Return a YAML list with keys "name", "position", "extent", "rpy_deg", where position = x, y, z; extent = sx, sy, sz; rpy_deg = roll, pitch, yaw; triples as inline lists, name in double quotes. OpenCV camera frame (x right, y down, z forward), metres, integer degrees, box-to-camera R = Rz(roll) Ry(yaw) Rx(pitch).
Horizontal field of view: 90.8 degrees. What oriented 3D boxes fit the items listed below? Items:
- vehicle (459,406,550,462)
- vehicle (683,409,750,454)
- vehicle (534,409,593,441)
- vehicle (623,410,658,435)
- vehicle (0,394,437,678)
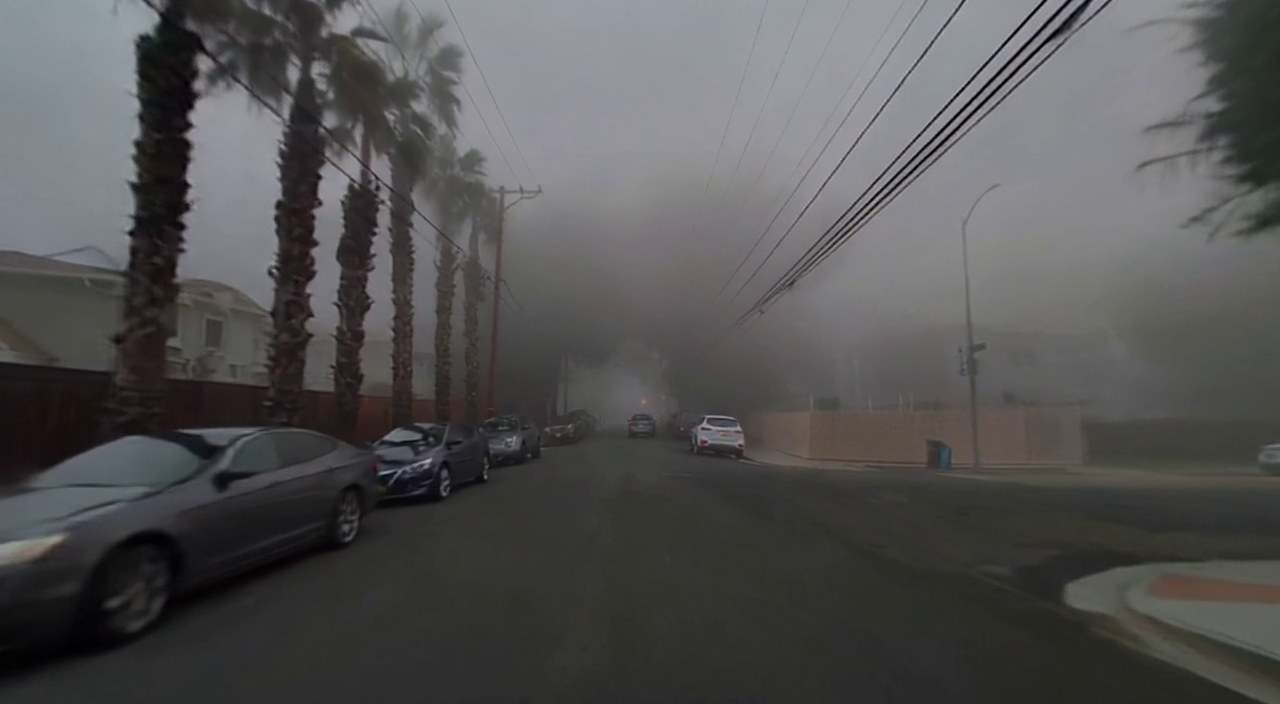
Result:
- name: "vehicle"
  position: [-4.137, 2.646, 20.200]
  extent: [1.769, 1.551, 5.040]
  rpy_deg: [0, -8, 0]
- name: "vehicle"
  position: [2.953, 3.238, 25.418]
  extent: [2.060, 1.614, 4.652]
  rpy_deg: [0, -8, -1]
- name: "vehicle"
  position: [-3.909, 3.913, 33.227]
  extent: [2.130, 1.543, 5.386]
  rpy_deg: [-1, -8, 3]
- name: "vehicle"
  position: [0.024, 4.602, 40.681]
  extent: [2.081, 1.483, 4.599]
  rpy_deg: [0, -8, 0]
- name: "vehicle"
  position: [-4.101, 1.379, 6.273]
  extent: [2.157, 1.487, 5.718]
  rpy_deg: [-1, -8, 2]
